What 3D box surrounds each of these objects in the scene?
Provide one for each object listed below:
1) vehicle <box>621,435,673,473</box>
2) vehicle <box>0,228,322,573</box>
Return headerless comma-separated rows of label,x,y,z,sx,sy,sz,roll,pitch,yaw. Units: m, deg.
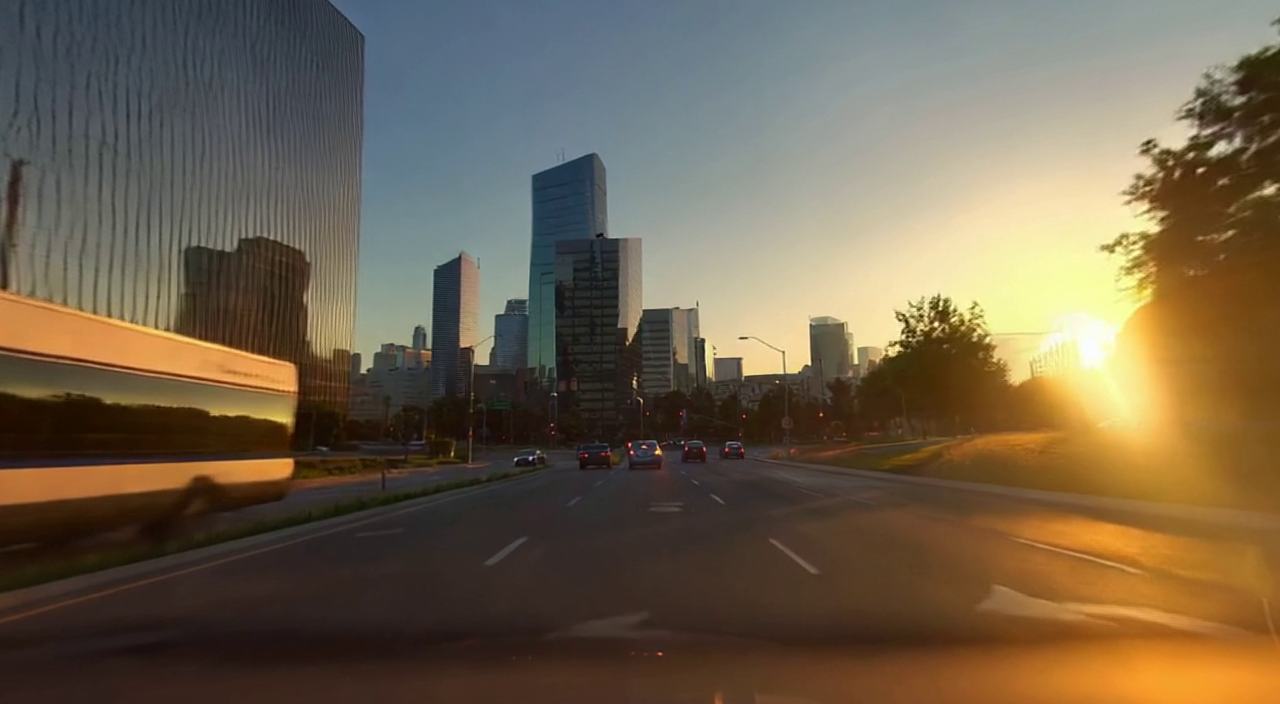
vehicle,0.330,5.487,33.906,2.601,1.878,4.535,0,-9,0
vehicle,-8.890,0.779,8.651,3.065,3.928,11.252,0,-9,0
